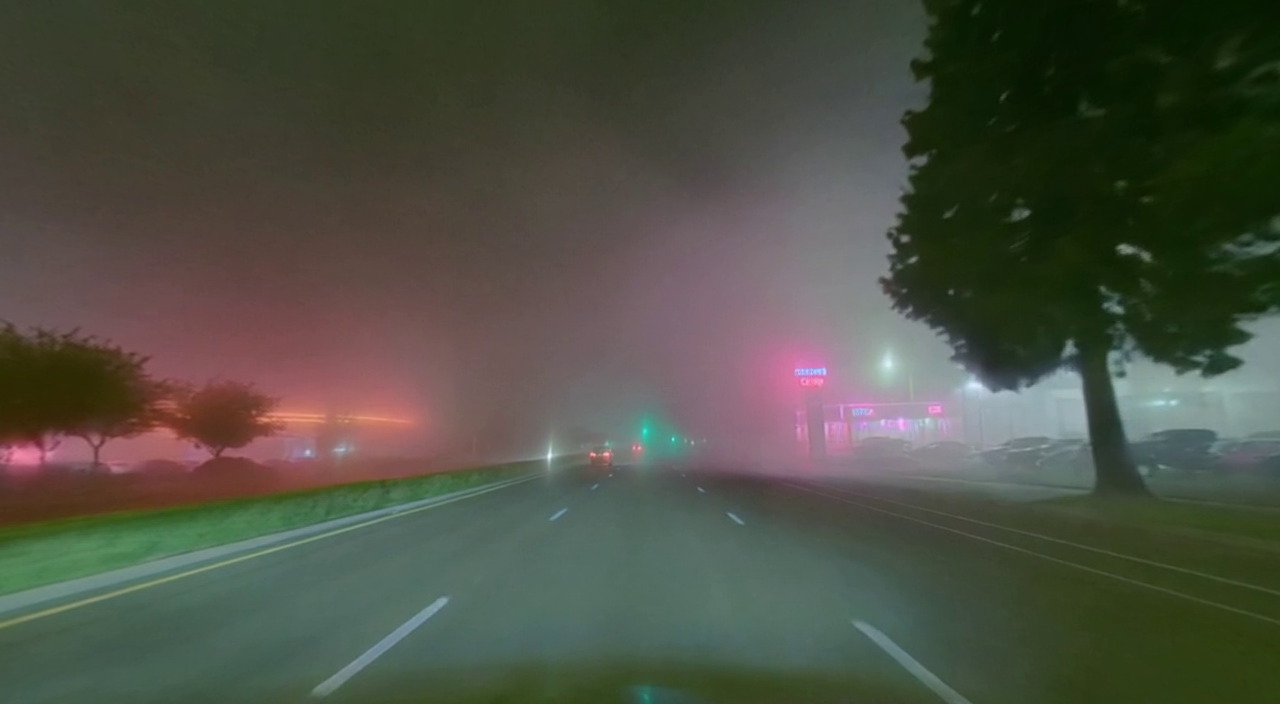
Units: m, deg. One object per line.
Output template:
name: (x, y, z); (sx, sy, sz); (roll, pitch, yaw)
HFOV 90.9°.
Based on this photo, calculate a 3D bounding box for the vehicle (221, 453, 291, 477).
vehicle: (-27.324, 8.026, 45.029); (1.910, 1.498, 4.703); (-1, -8, 2)

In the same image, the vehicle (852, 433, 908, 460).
vehicle: (17.386, 6.883, 45.908); (2.038, 1.827, 4.870); (0, -8, -2)

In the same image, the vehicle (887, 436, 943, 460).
vehicle: (20.010, 6.968, 46.068); (2.074, 1.607, 4.465); (-2, -8, 1)

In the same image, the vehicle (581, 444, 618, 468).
vehicle: (-2.615, 6.840, 41.787); (2.082, 1.460, 4.442); (0, -8, 1)

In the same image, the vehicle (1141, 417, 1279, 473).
vehicle: (17.797, 2.757, 18.735); (4.084, 1.547, 1.957); (0, -8, -1)
